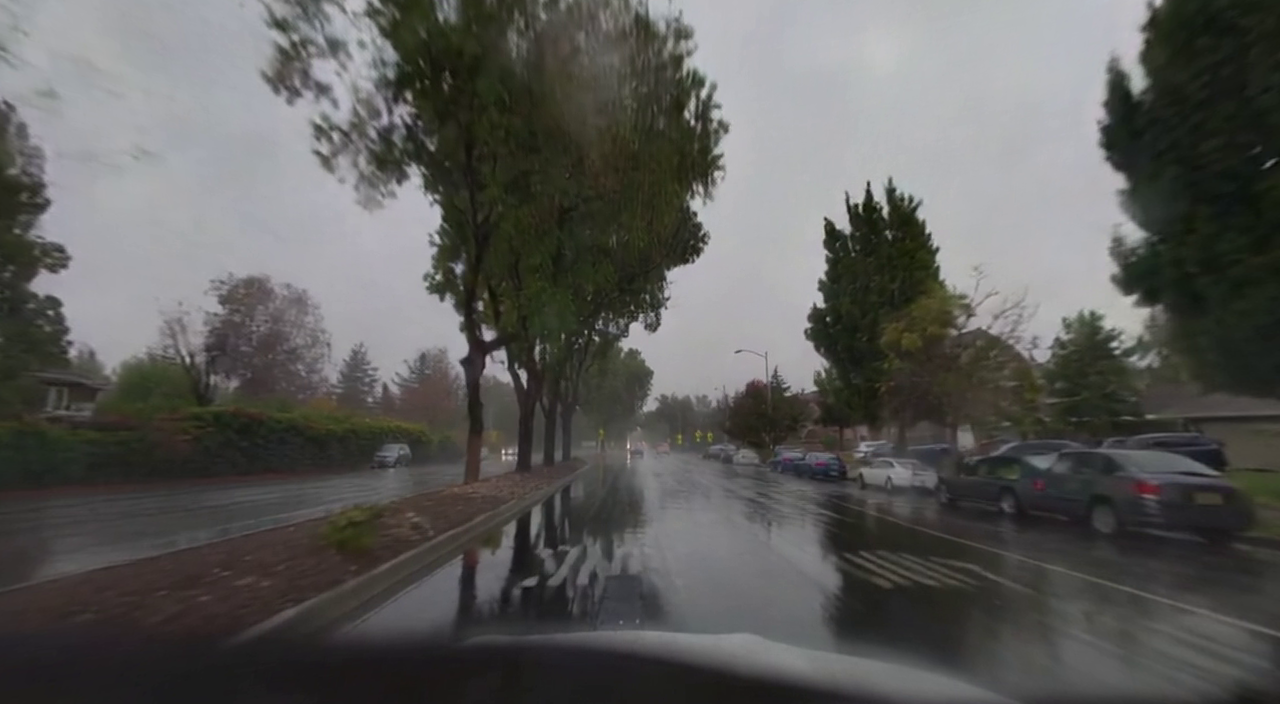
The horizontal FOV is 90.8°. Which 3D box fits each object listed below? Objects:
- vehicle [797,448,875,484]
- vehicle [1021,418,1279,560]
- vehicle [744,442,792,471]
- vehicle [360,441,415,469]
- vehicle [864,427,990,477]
[{"bbox_3d":[9.172,5.348,30.065,2.009,1.493,4.983,0,-8,-2],"label":"vehicle"},{"bbox_3d":[9.398,2.260,11.272,2.083,1.946,4.928,0,-8,0],"label":"vehicle"},{"bbox_3d":[8.681,7.153,43.425,2.100,1.821,4.991,0,-8,-2],"label":"vehicle"},{"bbox_3d":[-17.949,7.323,45.224,2.016,1.755,5.389,-3,-8,-3],"label":"vehicle"},{"bbox_3d":[16.173,5.600,35.799,5.911,2.054,2.167,-6,-6,-2],"label":"vehicle"}]
